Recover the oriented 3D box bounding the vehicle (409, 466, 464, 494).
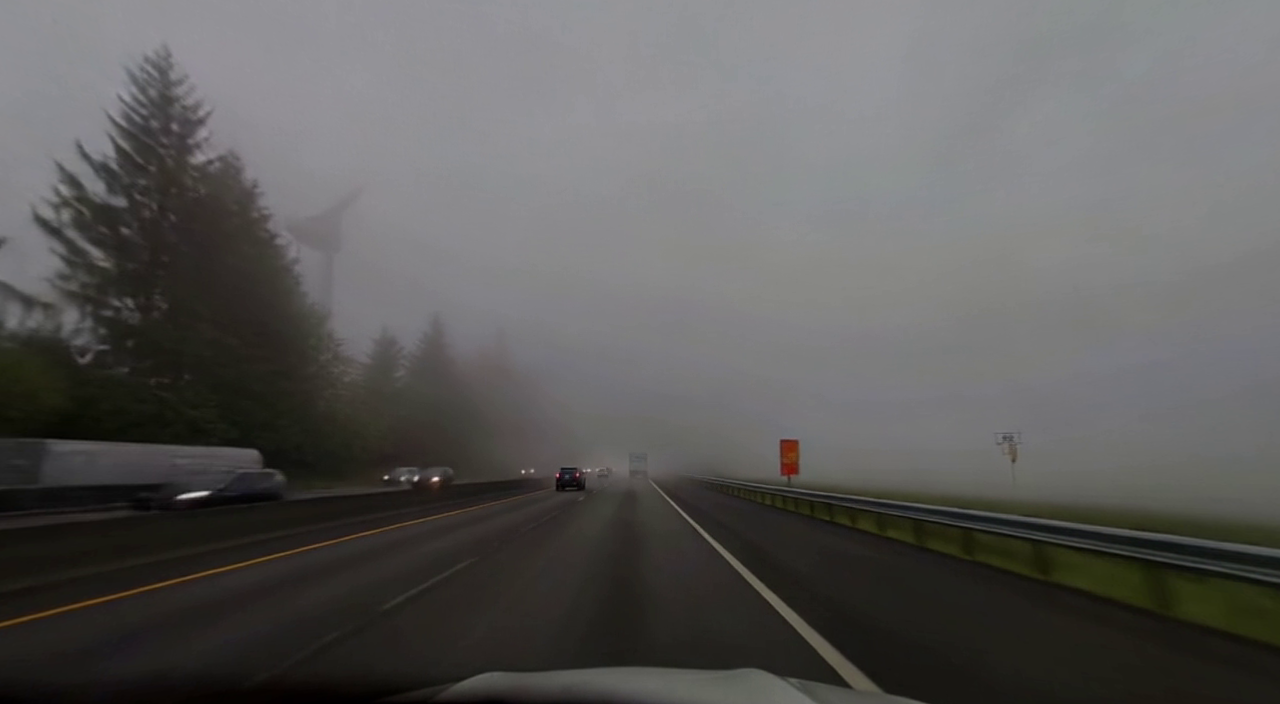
[{"bbox_3d":[-12.656,7.991,39.511,1.945,1.614,4.213,1,-11,1],"label":"vehicle"}]

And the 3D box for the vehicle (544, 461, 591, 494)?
[{"bbox_3d":[-4.059,7.146,36.086,2.124,1.705,4.440,1,-11,1],"label":"vehicle"}]

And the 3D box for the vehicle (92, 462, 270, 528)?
[{"bbox_3d":[-12.590,3.928,17.692,1.844,1.561,4.103,1,-11,0],"label":"vehicle"}]

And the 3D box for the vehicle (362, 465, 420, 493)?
[{"bbox_3d":[-16.866,8.654,43.003,2.030,1.723,4.670,1,-11,0],"label":"vehicle"}]
